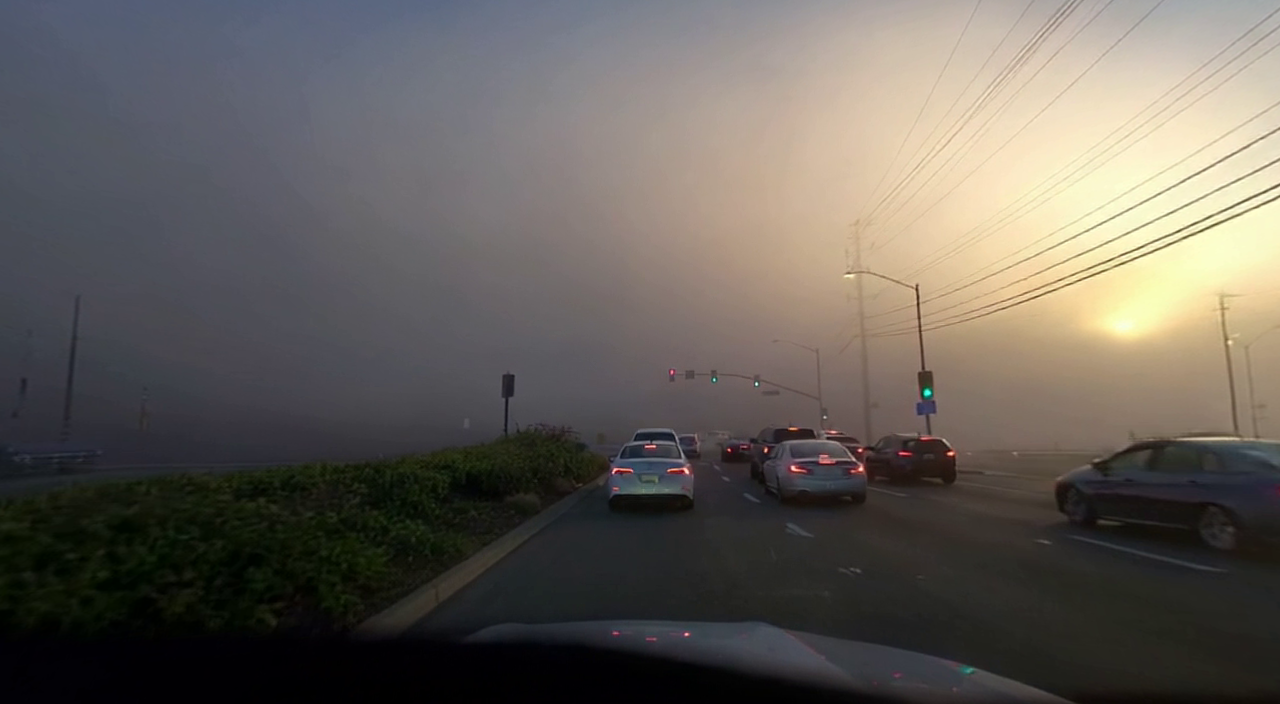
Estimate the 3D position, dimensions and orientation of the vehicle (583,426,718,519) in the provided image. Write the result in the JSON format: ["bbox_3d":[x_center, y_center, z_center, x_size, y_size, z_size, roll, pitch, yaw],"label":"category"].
[{"bbox_3d":[0.191,2.309,12.557,2.208,1.498,4.401,0,-8,1],"label":"vehicle"}]

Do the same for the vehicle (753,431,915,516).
[{"bbox_3d":[3.775,2.444,13.253,2.028,1.454,4.531,0,-8,1],"label":"vehicle"}]

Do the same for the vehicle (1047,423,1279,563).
[{"bbox_3d":[7.914,1.776,8.557,1.905,1.483,4.469,-1,-8,2],"label":"vehicle"}]

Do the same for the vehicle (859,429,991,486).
[{"bbox_3d":[8.564,3.222,19.519,1.966,1.536,4.666,0,-8,1],"label":"vehicle"}]
